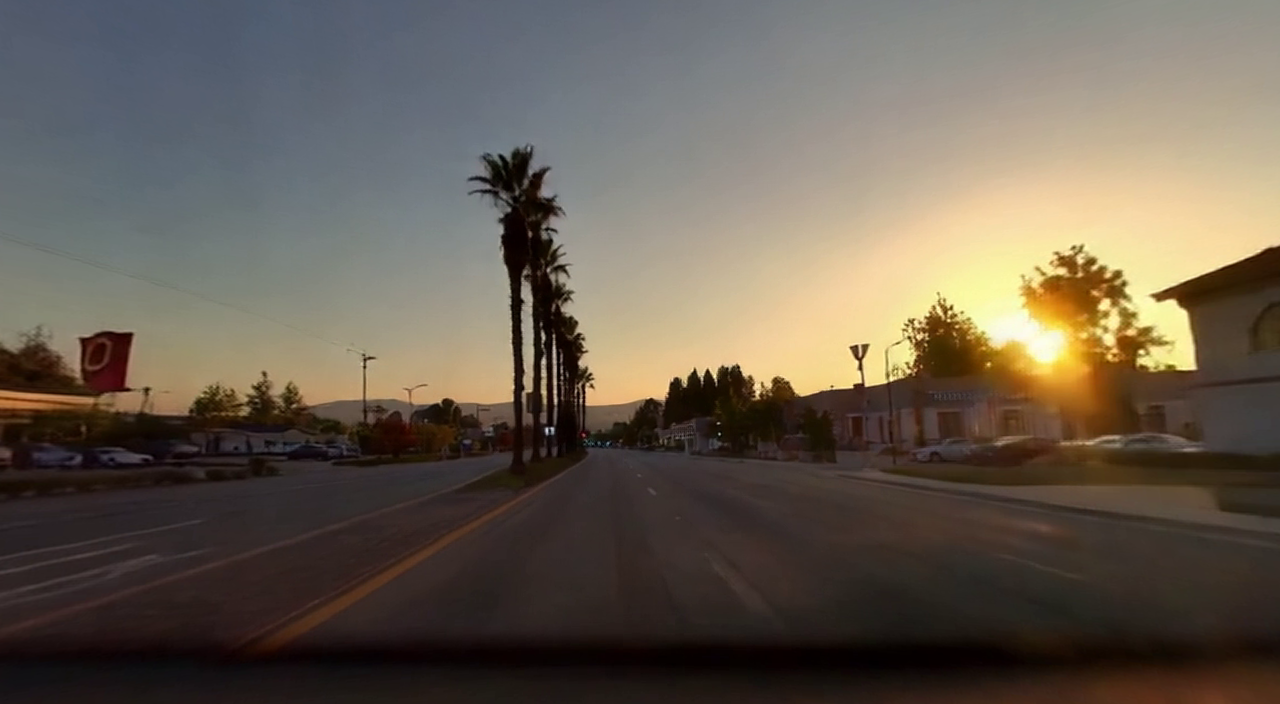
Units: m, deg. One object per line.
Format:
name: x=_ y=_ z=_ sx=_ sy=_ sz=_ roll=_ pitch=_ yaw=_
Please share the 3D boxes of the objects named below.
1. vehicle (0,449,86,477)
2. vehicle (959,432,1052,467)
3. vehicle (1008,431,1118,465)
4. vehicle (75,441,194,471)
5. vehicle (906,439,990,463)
vehicle: x=-33.485 y=6.059 z=34.469 sx=4.527 sy=1.453 sz=2.006 roll=0 pitch=-9 yaw=-3
vehicle: x=17.067 y=4.582 z=29.747 sx=1.852 sy=1.487 sz=3.896 roll=0 pitch=-8 yaw=-4
vehicle: x=19.871 y=4.560 z=29.969 sx=1.986 sy=1.454 sz=4.332 roll=-1 pitch=-9 yaw=-4
vehicle: x=-33.691 y=6.946 z=42.266 sx=5.621 sy=1.927 sz=2.501 roll=0 pitch=-9 yaw=-3
vehicle: x=19.543 y=6.265 z=40.155 sx=4.382 sy=1.463 sz=1.869 roll=1 pitch=-8 yaw=-4
